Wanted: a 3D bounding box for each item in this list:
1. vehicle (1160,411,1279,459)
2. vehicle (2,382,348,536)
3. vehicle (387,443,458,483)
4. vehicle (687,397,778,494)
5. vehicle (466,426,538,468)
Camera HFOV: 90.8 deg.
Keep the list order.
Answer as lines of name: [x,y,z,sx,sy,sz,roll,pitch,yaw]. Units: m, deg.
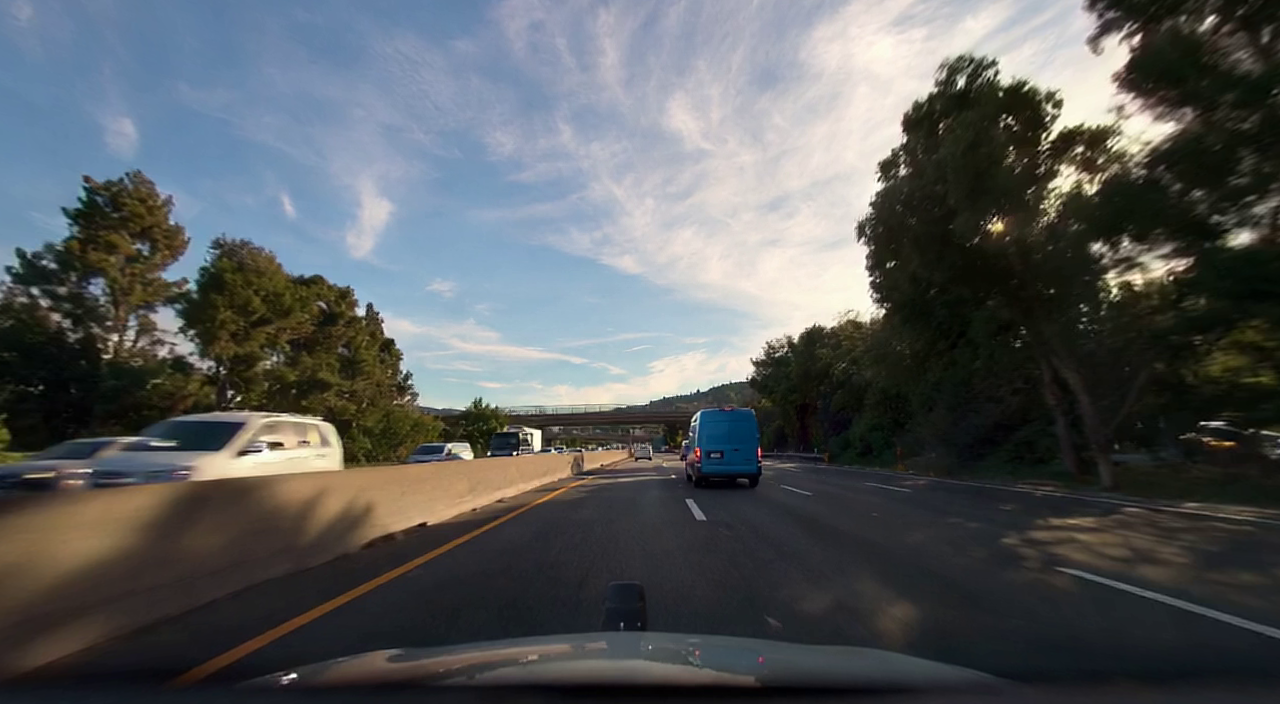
vehicle: [28.642,4.026,30.017,2.398,2.050,5.776,1,-9,-6]
vehicle: [-8.174,1.999,12.123,2.298,2.253,5.438,-1,-9,2]
vehicle: [-11.263,5.768,33.051,2.038,1.929,4.288,0,-9,2]
vehicle: [3.275,3.582,24.147,2.460,3.155,6.902,0,-9,0]
vehicle: [-7.269,5.124,34.059,2.237,2.014,6.330,-1,-9,2]
